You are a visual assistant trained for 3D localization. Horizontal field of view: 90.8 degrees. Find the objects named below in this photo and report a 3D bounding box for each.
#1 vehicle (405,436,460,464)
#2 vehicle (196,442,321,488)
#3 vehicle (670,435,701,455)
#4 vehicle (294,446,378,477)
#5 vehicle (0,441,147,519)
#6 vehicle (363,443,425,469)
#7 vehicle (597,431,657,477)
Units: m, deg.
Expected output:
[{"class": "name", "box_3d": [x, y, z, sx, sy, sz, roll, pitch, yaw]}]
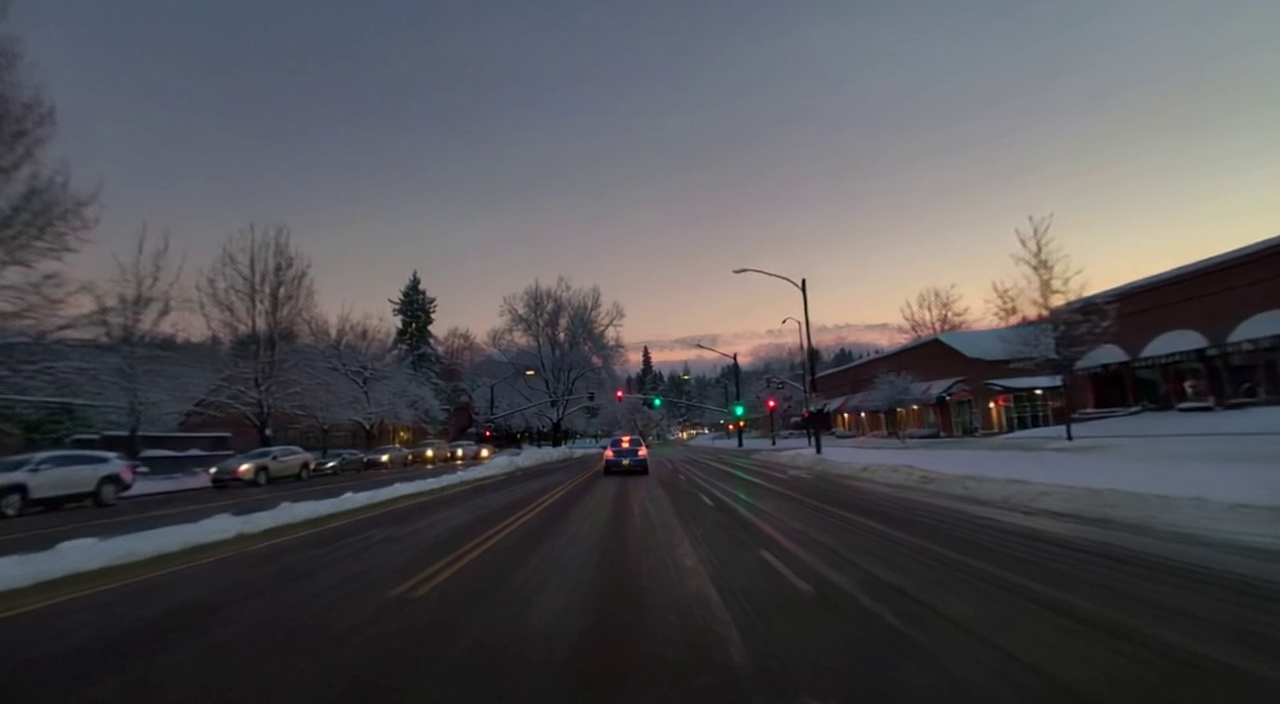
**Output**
[{"class": "vehicle", "box_3d": [-15.511, 7.377, 47.631, 2.250, 1.981, 5.861, -1, -9, 0]}, {"class": "vehicle", "box_3d": [-15.631, 4.626, 26.281, 2.130, 1.692, 4.734, -1, -9, 2]}, {"class": "vehicle", "box_3d": [3.437, 7.137, 48.492, 2.122, 1.454, 4.271, -1, -8, 1]}, {"class": "vehicle", "box_3d": [-15.723, 5.676, 33.021, 1.931, 1.455, 5.023, -1, -9, 0]}, {"class": "vehicle", "box_3d": [-15.626, 3.275, 16.481, 1.981, 1.755, 4.113, -1, -9, 3]}, {"class": "vehicle", "box_3d": [-15.688, 6.661, 40.610, 2.131, 1.560, 4.563, -1, -9, 1]}, {"class": "vehicle", "box_3d": [-0.429, 3.737, 23.261, 2.045, 1.510, 3.690, -1, -8, 0]}]
